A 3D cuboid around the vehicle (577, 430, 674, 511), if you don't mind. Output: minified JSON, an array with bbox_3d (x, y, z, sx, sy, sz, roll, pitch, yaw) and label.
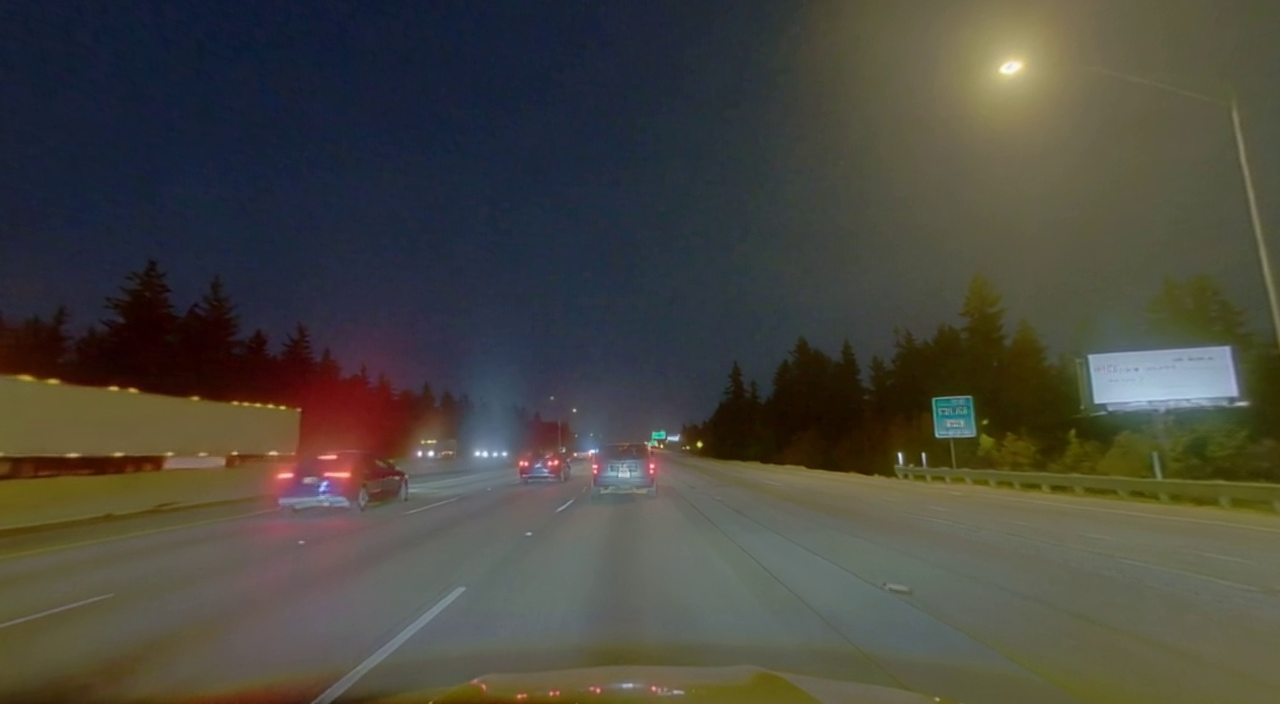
[{"bbox_3d":[-0.327,2.955,16.212,2.127,1.749,4.776,0,-9,0],"label":"vehicle"}]

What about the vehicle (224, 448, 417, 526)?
[{"bbox_3d":[-6.932,2.937,14.403,1.892,1.468,4.792,0,-9,0],"label":"vehicle"}]

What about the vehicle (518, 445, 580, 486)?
[{"bbox_3d":[-3.679,4.681,26.321,1.889,1.522,4.465,0,-9,1],"label":"vehicle"}]

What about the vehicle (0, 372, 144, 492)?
[{"bbox_3d":[-22.564,2.866,22.187,3.063,3.879,8.695,0,-9,-1],"label":"vehicle"}]
